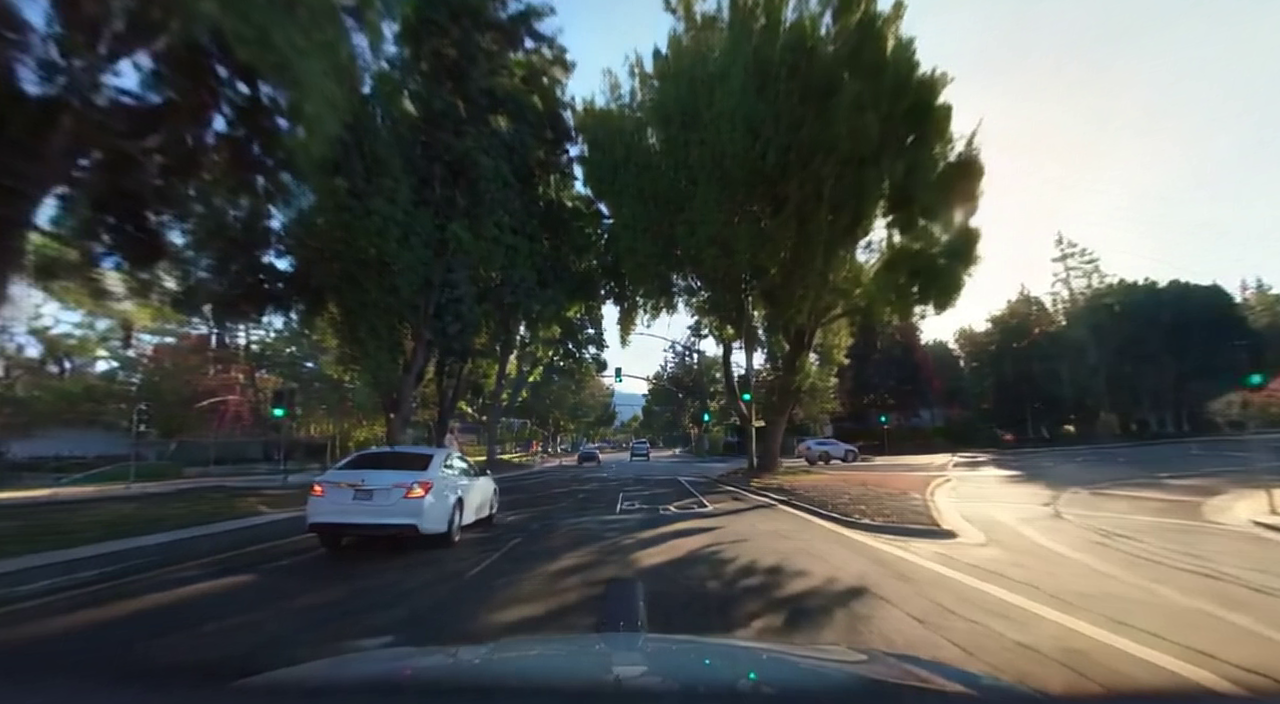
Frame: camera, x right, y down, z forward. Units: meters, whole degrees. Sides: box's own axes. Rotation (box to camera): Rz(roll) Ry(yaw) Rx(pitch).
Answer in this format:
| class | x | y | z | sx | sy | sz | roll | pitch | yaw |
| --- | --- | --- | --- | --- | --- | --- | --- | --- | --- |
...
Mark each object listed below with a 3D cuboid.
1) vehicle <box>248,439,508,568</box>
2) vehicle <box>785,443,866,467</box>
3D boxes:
| class | x | y | z | sx | sy | sz | roll | pitch | yaw |
| --- | --- | --- | --- | --- | --- | --- | --- | --- | --- |
| vehicle | -3.477 | 2.072 | 9.525 | 1.968 | 1.459 | 4.433 | 0 | -8 | 1 |
| vehicle | 11.977 | 6.651 | 40.907 | 4.632 | 1.473 | 1.889 | 0 | -8 | -3 |
